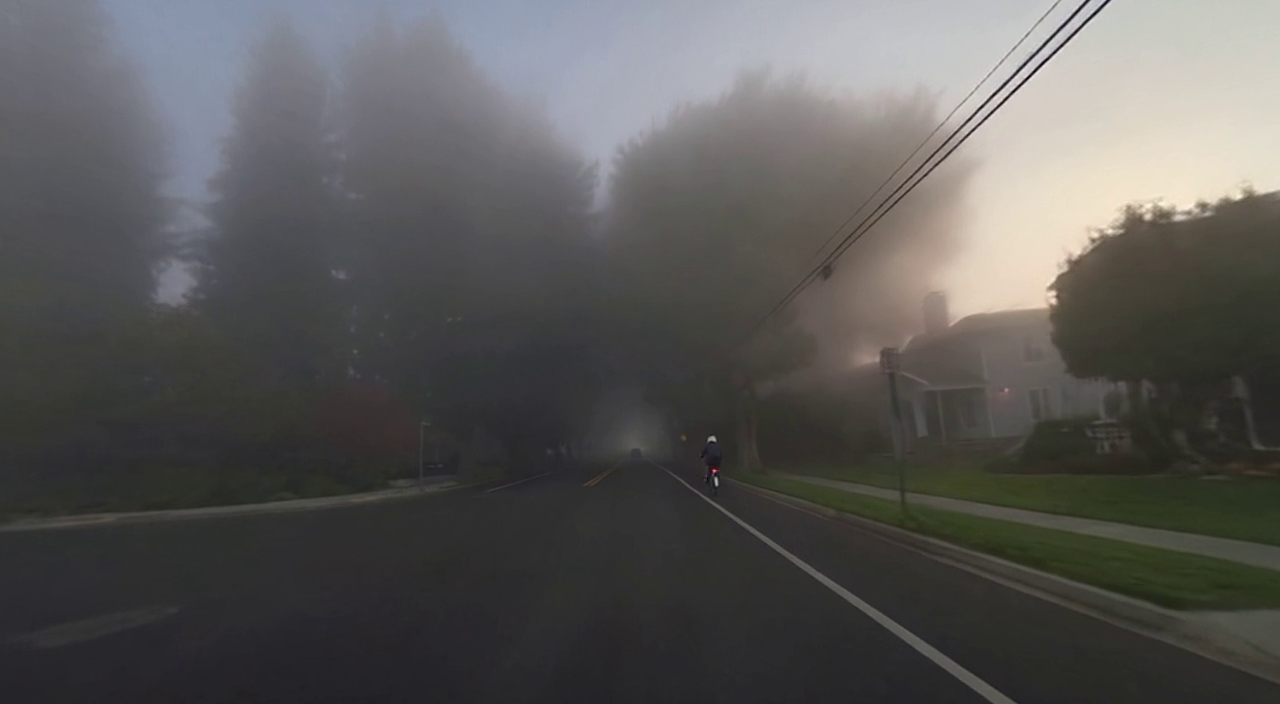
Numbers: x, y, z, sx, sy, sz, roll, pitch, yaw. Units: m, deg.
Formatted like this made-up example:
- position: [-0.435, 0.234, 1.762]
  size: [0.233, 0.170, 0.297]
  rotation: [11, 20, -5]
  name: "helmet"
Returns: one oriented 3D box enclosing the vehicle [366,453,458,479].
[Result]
- position: [-13.385, 6.735, 37.360]
  size: [4.717, 1.465, 1.887]
  rotation: [0, -9, -4]
  name: "vehicle"
